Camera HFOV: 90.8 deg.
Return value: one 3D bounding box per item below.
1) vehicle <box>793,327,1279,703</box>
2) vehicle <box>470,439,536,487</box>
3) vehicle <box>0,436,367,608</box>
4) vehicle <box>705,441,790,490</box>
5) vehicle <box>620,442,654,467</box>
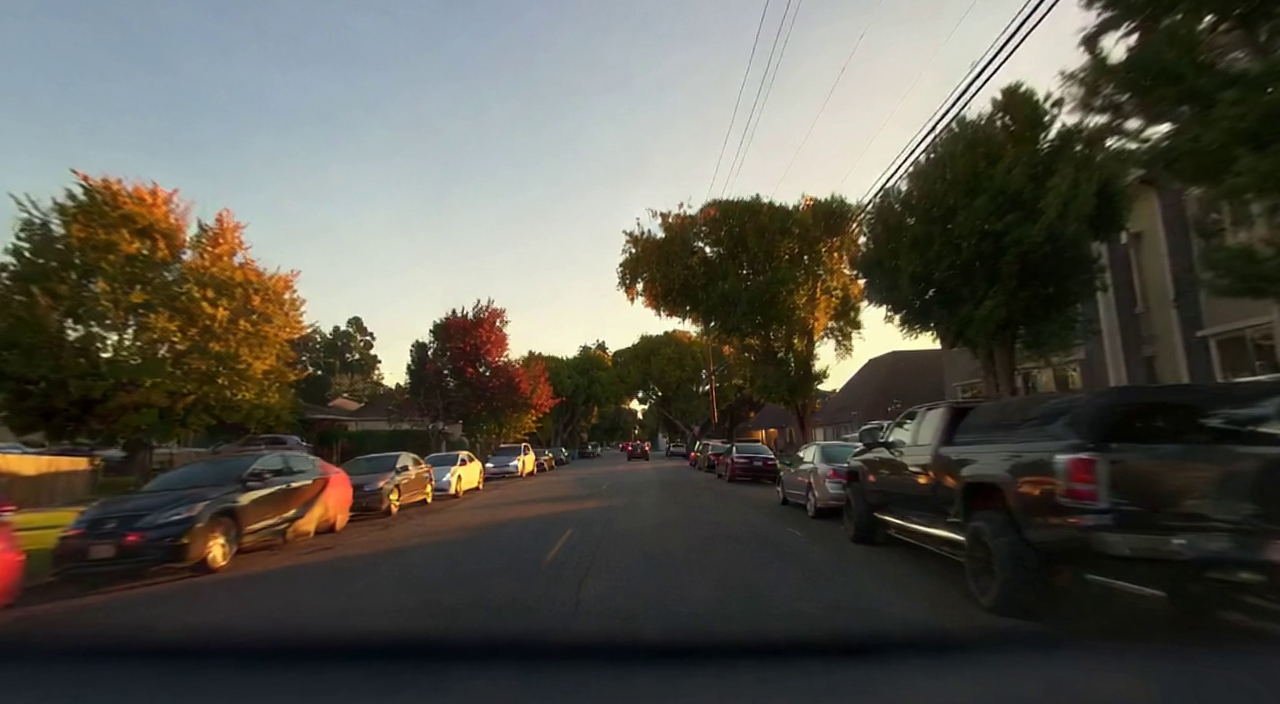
[{"bbox_3d":[3.573,1.267,6.327,2.401,1.958,5.999,0,-8,-2],"label":"vehicle"},{"bbox_3d":[-6.232,5.056,29.278,2.115,1.820,5.002,-3,-7,-3],"label":"vehicle"},{"bbox_3d":[-5.935,2.099,9.040,1.925,1.578,4.906,-3,-7,0],"label":"vehicle"},{"bbox_3d":[3.598,3.914,22.131,2.039,1.480,4.831,-1,-9,-1],"label":"vehicle"},{"bbox_3d":[-0.239,6.705,41.349,2.062,1.509,4.305,0,-8,-1],"label":"vehicle"}]
